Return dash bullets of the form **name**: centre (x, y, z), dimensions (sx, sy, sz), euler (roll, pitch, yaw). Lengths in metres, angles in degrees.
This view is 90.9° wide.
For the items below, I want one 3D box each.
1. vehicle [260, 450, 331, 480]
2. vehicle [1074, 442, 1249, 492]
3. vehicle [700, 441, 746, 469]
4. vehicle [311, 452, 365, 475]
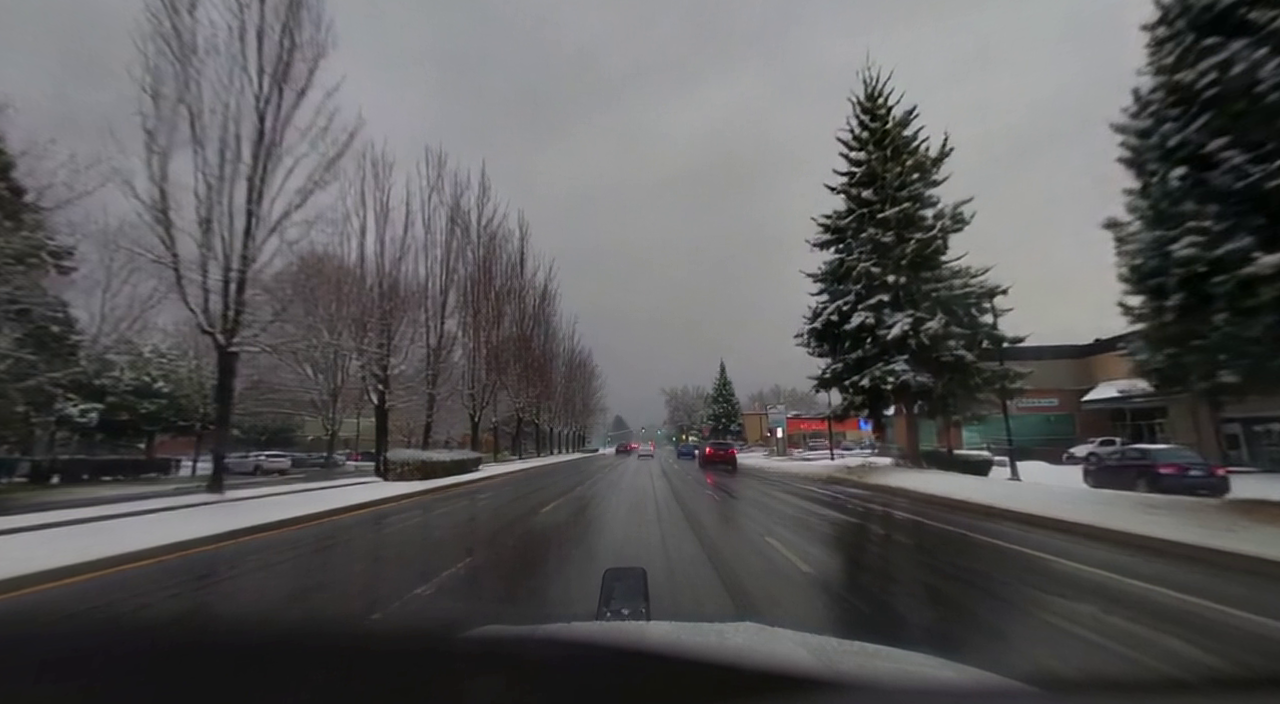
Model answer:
- **vehicle**: centre (-22.276, 7.287, 41.011), dimensions (1.939, 1.780, 5.057), euler (0, -8, -2)
- **vehicle**: centre (17.005, 3.752, 20.741), dimensions (3.907, 1.540, 2.017), euler (0, -8, 2)
- **vehicle**: centre (4.521, 5.693, 35.002), dimensions (1.916, 1.459, 4.335), euler (0, -8, -1)
- **vehicle**: centre (-22.470, 8.288, 47.096), dimensions (1.674, 1.483, 4.741), euler (-3, -8, 1)
